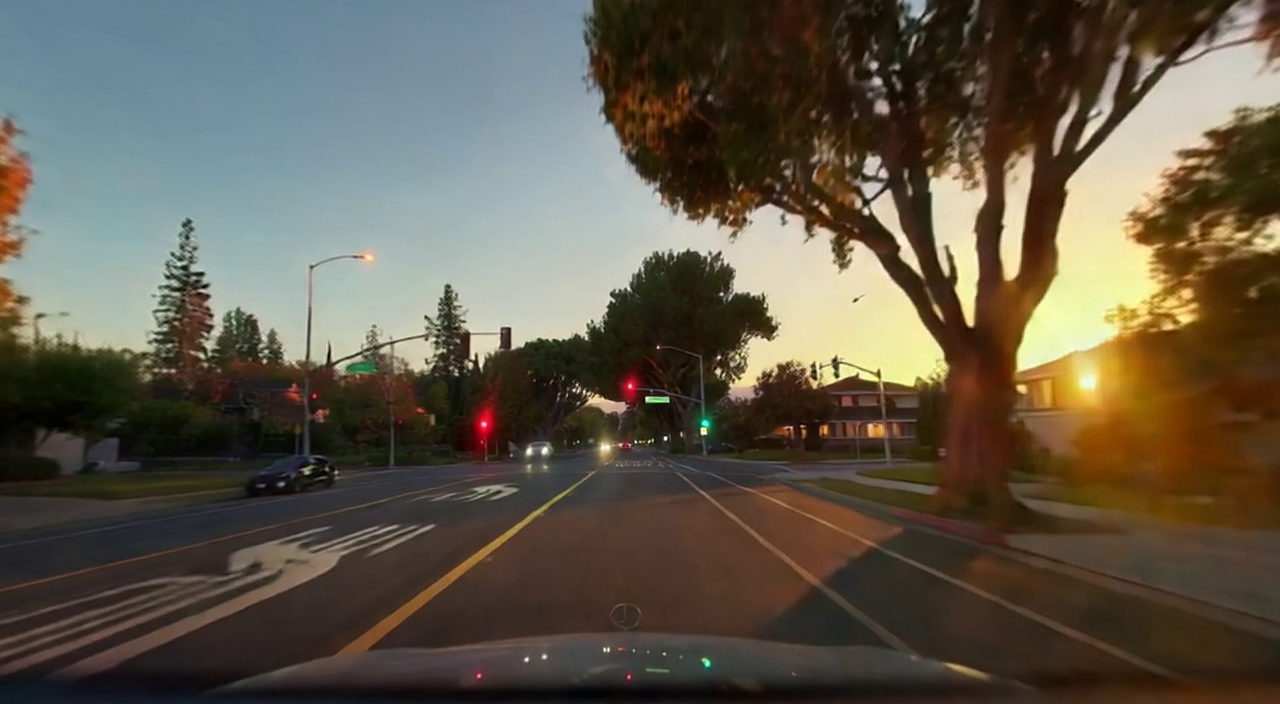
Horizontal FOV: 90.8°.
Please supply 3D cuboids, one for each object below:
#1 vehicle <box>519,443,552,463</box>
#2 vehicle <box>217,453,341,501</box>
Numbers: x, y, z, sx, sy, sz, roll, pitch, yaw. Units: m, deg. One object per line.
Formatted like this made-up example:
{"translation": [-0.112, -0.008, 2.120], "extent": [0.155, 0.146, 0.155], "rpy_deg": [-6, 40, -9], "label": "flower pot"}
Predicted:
{"translation": [-8.083, 7.883, 49.333], "extent": [1.869, 1.497, 3.768], "rpy_deg": [0, -8, 1], "label": "vehicle"}
{"translation": [-12.854, 4.438, 22.908], "extent": [1.851, 1.482, 4.443], "rpy_deg": [0, -8, 0], "label": "vehicle"}
